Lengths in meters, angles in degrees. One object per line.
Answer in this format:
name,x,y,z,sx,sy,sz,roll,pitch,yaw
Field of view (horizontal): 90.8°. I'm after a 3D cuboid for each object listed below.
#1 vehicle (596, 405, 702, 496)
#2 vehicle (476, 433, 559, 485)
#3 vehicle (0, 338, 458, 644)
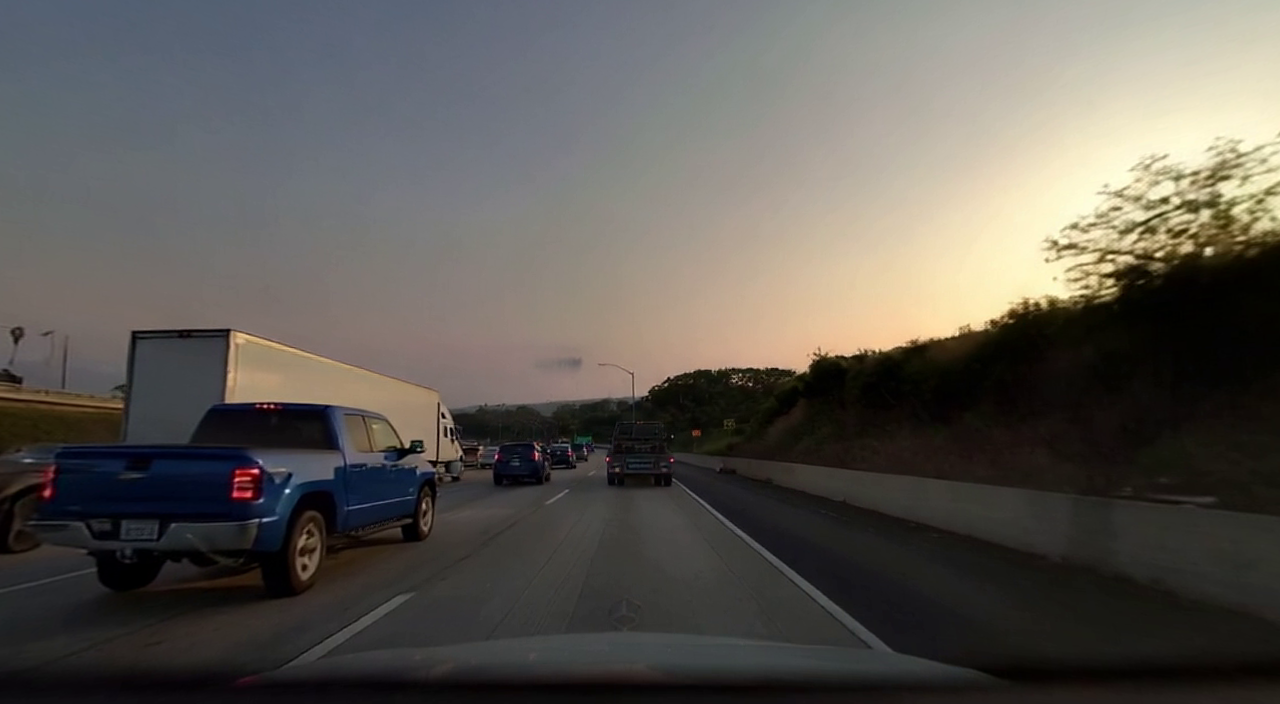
vehicle,0.126,3.295,21.302,2.886,2.471,7.692,0,-9,-2
vehicle,-4.744,4.224,25.312,2.329,1.859,4.823,0,-9,0
vehicle,-4.160,1.306,6.973,2.575,1.958,5.730,0,-9,0
